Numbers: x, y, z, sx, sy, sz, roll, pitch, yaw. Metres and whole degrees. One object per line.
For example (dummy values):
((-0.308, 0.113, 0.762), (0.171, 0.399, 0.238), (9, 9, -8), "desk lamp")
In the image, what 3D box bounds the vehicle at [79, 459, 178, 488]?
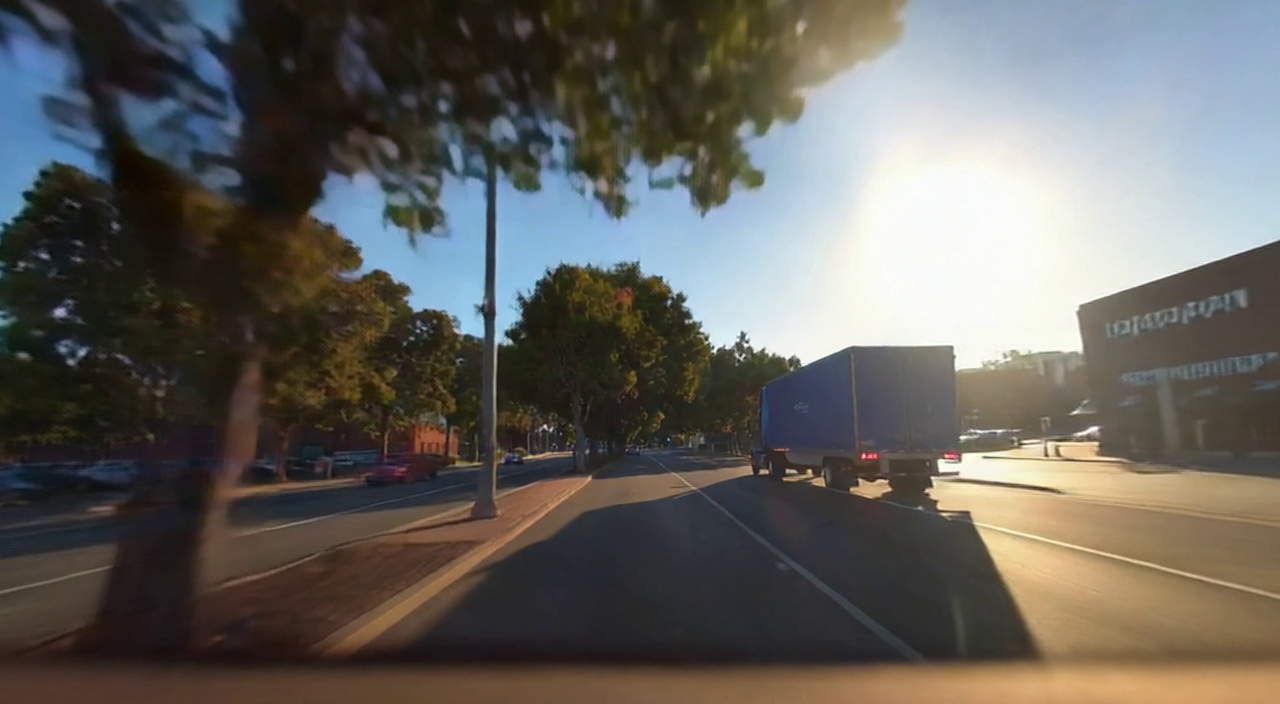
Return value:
((-33.861, 8.023, 42.061), (2.008, 1.710, 5.515), (0, -9, 0), "vehicle")

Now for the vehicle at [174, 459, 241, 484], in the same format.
((-33.888, 9.363, 49.675), (1.963, 1.756, 4.606), (0, -9, 0), "vehicle")

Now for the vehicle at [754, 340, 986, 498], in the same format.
((6.576, 2.445, 21.032), (3.120, 3.794, 11.510), (0, -9, -1), "vehicle")

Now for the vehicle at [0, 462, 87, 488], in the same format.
((-40.573, 8.243, 42.631), (1.968, 1.539, 4.802), (-1, -9, 4), "vehicle")

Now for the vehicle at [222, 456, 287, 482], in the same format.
((-30.304, 9.251, 49.897), (1.995, 1.773, 4.984), (-5, -10, 0), "vehicle")
